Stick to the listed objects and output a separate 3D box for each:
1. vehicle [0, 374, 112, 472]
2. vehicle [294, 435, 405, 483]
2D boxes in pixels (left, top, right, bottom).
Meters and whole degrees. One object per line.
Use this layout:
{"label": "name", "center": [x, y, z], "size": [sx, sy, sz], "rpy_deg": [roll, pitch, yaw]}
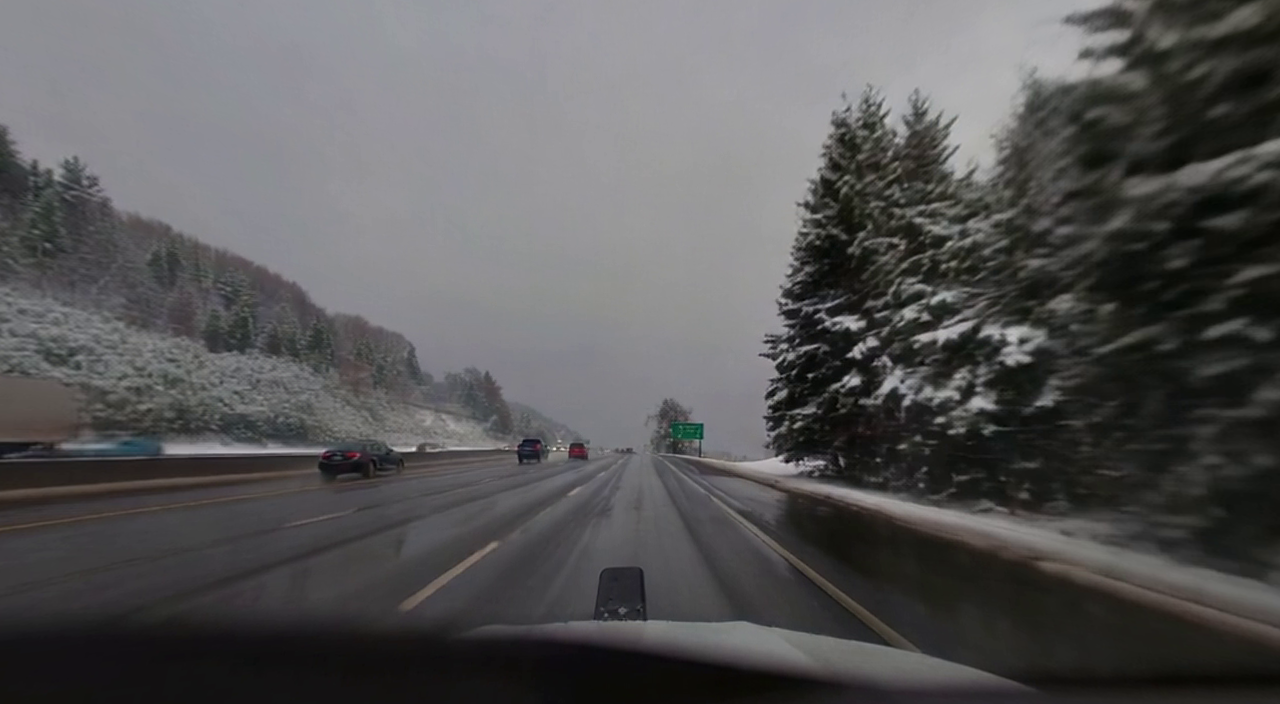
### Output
{"label": "vehicle", "center": [-29.257, 2.645, 24.484], "size": [2.882, 4.169, 16.623], "rpy_deg": [1, -9, 0]}
{"label": "vehicle", "center": [-10.899, 4.041, 24.007], "size": [2.001, 1.625, 4.528], "rpy_deg": [0, -9, 1]}
